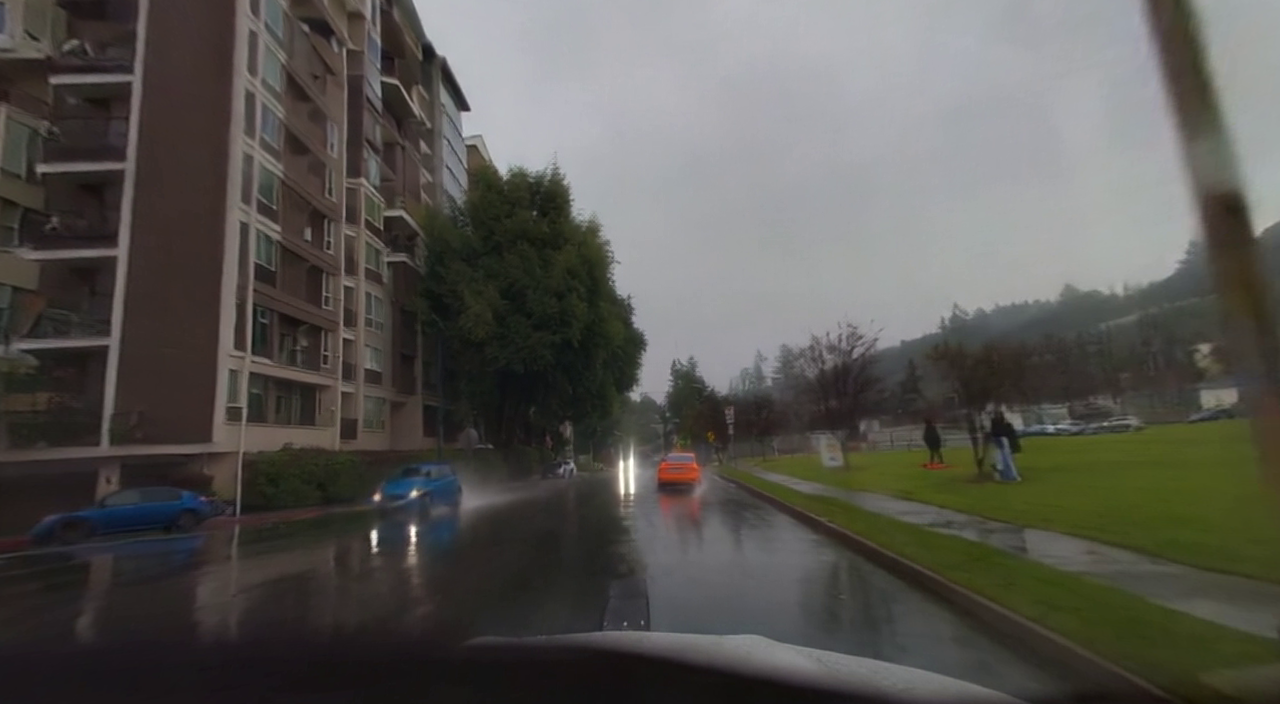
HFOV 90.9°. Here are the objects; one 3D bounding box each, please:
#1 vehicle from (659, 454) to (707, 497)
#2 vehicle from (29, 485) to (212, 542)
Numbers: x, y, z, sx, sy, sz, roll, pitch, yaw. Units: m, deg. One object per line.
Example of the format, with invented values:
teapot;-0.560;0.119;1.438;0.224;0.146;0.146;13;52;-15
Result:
vehicle;1.515;4.386;22.597;1.559;1.351;2.452;-3;-9;3
vehicle;-17.784;5.445;21.724;4.607;1.409;2.116;7;-12;-43
